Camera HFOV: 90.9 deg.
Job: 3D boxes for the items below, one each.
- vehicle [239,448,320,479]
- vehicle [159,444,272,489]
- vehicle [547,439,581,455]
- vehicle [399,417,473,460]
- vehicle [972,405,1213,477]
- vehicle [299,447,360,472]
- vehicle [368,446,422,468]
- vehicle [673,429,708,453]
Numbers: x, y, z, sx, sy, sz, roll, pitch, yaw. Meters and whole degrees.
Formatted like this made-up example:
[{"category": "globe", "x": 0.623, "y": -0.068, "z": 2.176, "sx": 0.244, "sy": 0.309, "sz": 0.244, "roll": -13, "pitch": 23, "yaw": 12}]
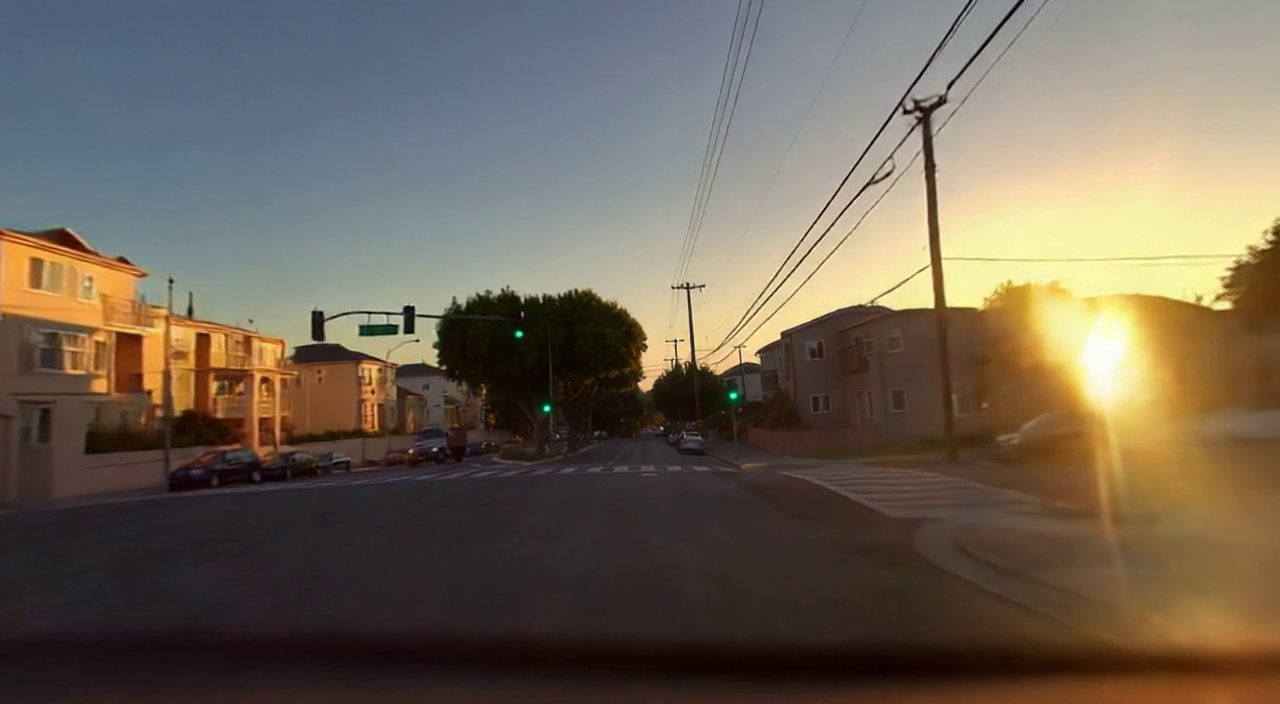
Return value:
[{"category": "vehicle", "x": -19.136, "y": 5.908, "z": 33.724, "sx": 1.751, "sy": 1.487, "sz": 4.514, "roll": 0, "pitch": -8, "yaw": -1}, {"category": "vehicle", "x": -19.207, "y": 5.156, "z": 28.828, "sx": 2.071, "sy": 1.840, "sz": 4.528, "roll": 0, "pitch": -8, "yaw": -1}, {"category": "vehicle", "x": -5.767, "y": 7.246, "z": 48.190, "sx": 1.925, "sy": 1.016, "sz": 2.951, "roll": -3, "pitch": -6, "yaw": 6}, {"category": "vehicle", "x": -15.806, "y": 6.878, "z": 49.636, "sx": 2.979, "sy": 3.071, "sz": 7.978, "roll": -1, "pitch": -8, "yaw": 1}, {"category": "vehicle", "x": 12.004, "y": 2.343, "z": 17.035, "sx": 4.816, "sy": 1.501, "sz": 2.296, "roll": -2, "pitch": -1, "yaw": 1}, {"category": "vehicle", "x": -18.996, "y": 6.572, "z": 38.746, "sx": 1.672, "sy": 1.428, "sz": 4.062, "roll": -1, "pitch": -8, "yaw": 1}, {"category": "vehicle", "x": -18.765, "y": 8.049, "z": 48.541, "sx": 2.060, "sy": 1.484, "sz": 4.726, "roll": -1, "pitch": -8, "yaw": 2}, {"category": "vehicle", "x": 3.276, "y": 5.926, "z": 41.865, "sx": 1.986, "sy": 1.491, "sz": 4.500, "roll": -1, "pitch": -8, "yaw": 0}]
